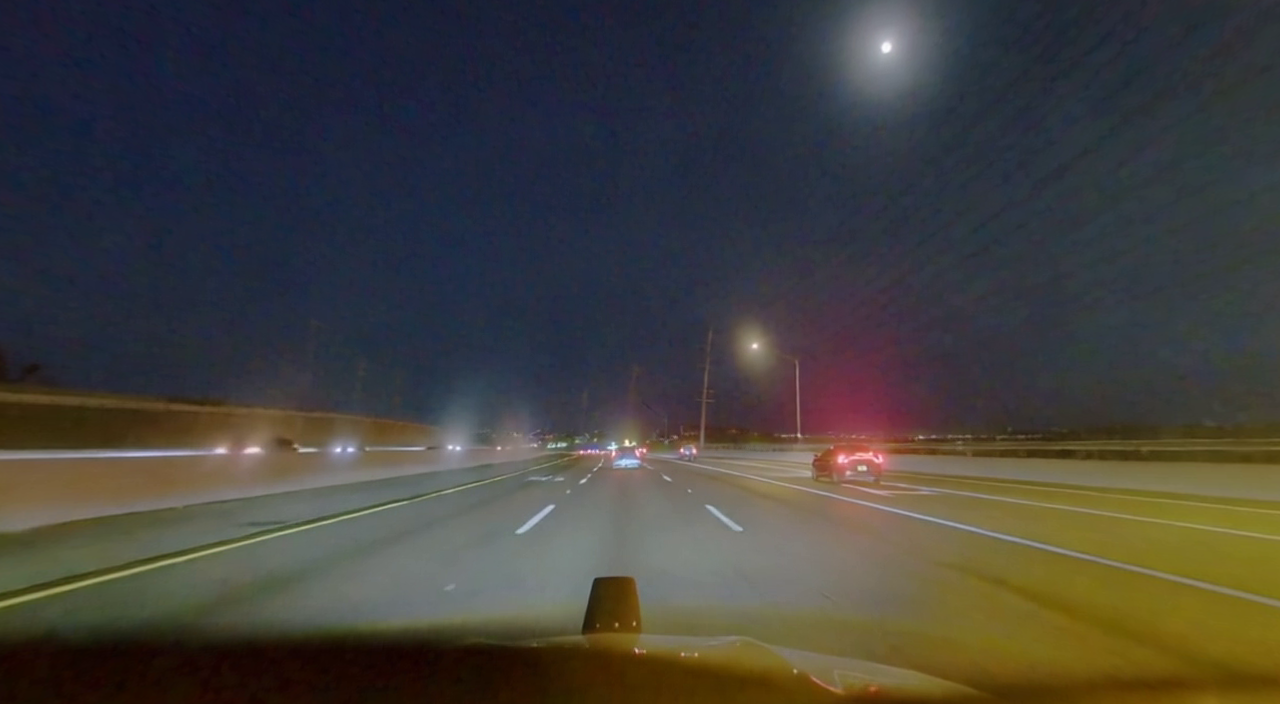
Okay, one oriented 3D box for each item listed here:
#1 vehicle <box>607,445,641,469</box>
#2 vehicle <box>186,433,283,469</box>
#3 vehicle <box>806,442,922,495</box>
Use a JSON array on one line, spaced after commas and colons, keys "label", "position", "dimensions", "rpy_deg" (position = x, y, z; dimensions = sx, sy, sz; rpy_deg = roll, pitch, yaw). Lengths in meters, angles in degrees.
[{"label": "vehicle", "position": [-1.132, 6.940, 42.082], "dimensions": [2.109, 1.489, 4.027], "rpy_deg": [0, -9, -4]}, {"label": "vehicle", "position": [-24.402, 6.001, 38.458], "dimensions": [2.250, 1.966, 5.757], "rpy_deg": [0, -9, -2]}, {"label": "vehicle", "position": [6.732, 3.538, 19.575], "dimensions": [1.876, 1.451, 4.154], "rpy_deg": [0, -9, -3]}]
